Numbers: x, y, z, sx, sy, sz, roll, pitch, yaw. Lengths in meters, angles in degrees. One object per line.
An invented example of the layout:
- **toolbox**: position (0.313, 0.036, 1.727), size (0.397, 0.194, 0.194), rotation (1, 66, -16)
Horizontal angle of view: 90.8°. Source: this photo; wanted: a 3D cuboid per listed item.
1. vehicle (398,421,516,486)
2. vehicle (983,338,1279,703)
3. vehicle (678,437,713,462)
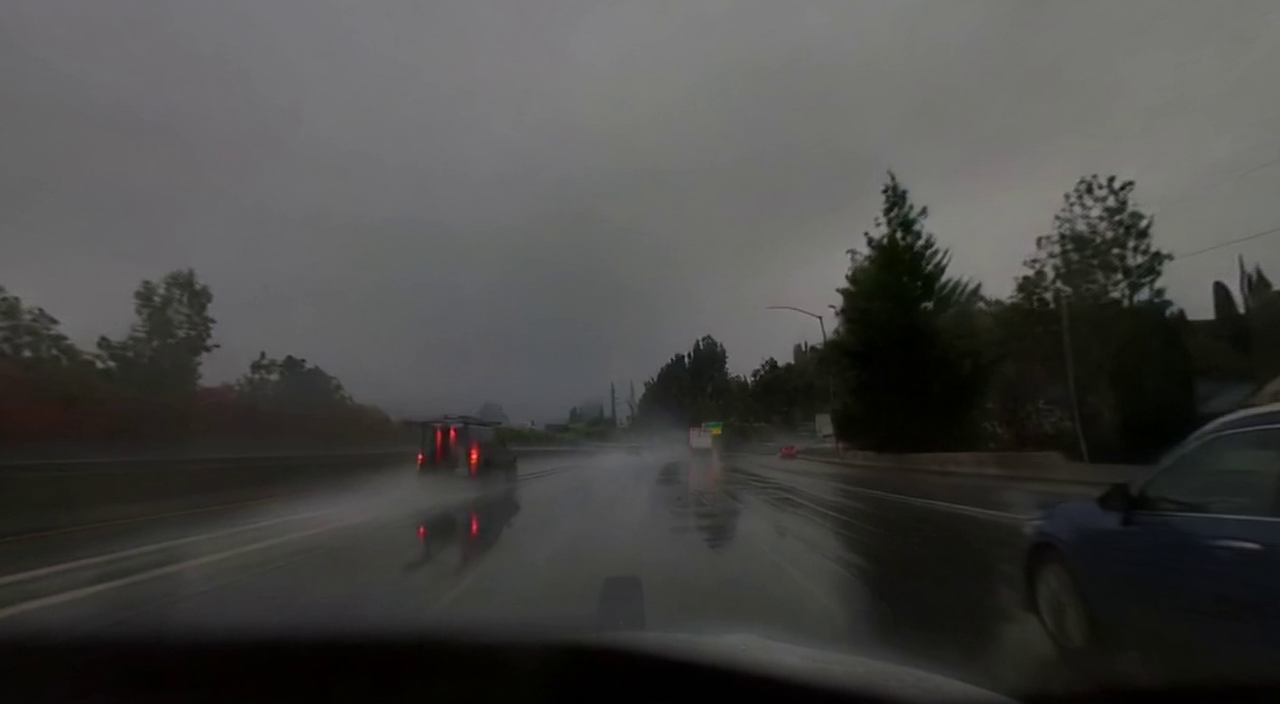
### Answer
- **vehicle**: position (-6.433, 3.688, 23.179), size (2.383, 2.048, 5.875), rotation (-1, -8, 2)
- **vehicle**: position (3.515, 0.795, 2.257), size (2.075, 1.743, 4.410), rotation (0, -8, 0)
- **vehicle**: position (4.137, 7.400, 47.925), size (2.211, 1.814, 4.404), rotation (0, -8, 0)
